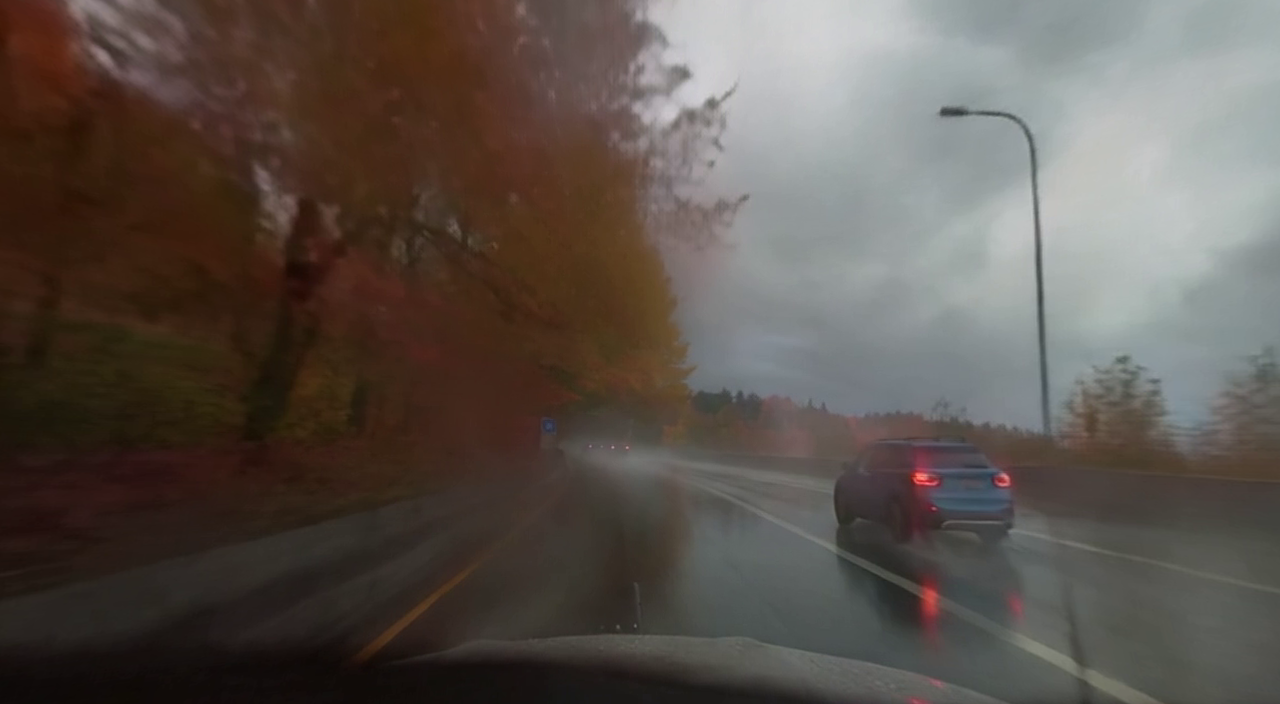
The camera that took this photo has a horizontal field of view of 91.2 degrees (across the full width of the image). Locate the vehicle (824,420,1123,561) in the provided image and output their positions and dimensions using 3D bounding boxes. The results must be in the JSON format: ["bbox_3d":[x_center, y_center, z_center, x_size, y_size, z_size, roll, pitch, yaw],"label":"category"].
[{"bbox_3d":[4.348,1.868,9.101,1.952,1.536,4.036,0,-9,-3],"label":"vehicle"}]
